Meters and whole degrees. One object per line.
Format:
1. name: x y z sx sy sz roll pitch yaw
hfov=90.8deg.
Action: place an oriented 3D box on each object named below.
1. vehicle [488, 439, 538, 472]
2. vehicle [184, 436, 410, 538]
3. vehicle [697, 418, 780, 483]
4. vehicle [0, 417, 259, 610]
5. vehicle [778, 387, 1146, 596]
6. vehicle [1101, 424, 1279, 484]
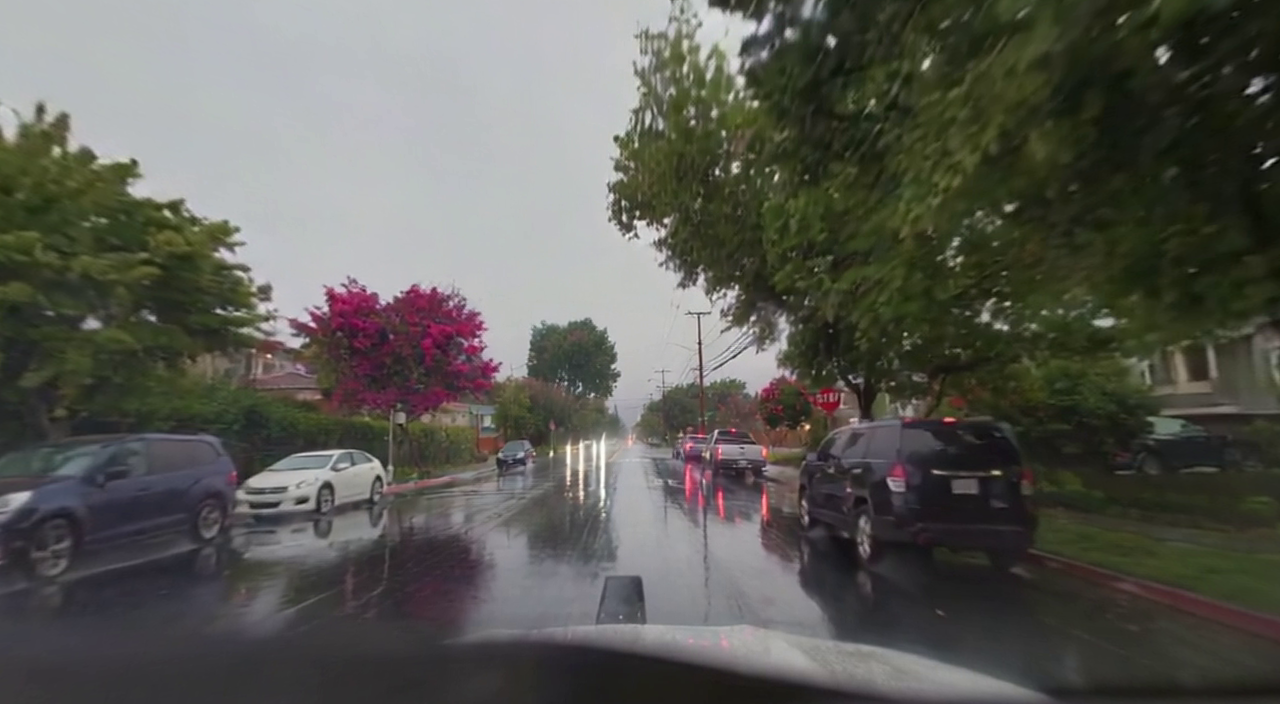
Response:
1. vehicle: -7.419 6.177 37.347 1.980 1.664 4.342 -5 -11 0
2. vehicle: -6.758 2.729 13.165 2.086 1.516 4.568 -6 -10 1
3. vehicle: 3.412 3.580 23.190 2.111 2.054 5.748 0 -8 0
4. vehicle: -7.124 1.787 7.722 2.058 1.814 4.624 0 -8 -1
5. vehicle: 3.195 1.481 7.545 2.069 1.750 4.294 0 -8 -1
6. vehicle: 16.018 2.863 17.870 4.369 1.469 1.924 -2 -9 0
